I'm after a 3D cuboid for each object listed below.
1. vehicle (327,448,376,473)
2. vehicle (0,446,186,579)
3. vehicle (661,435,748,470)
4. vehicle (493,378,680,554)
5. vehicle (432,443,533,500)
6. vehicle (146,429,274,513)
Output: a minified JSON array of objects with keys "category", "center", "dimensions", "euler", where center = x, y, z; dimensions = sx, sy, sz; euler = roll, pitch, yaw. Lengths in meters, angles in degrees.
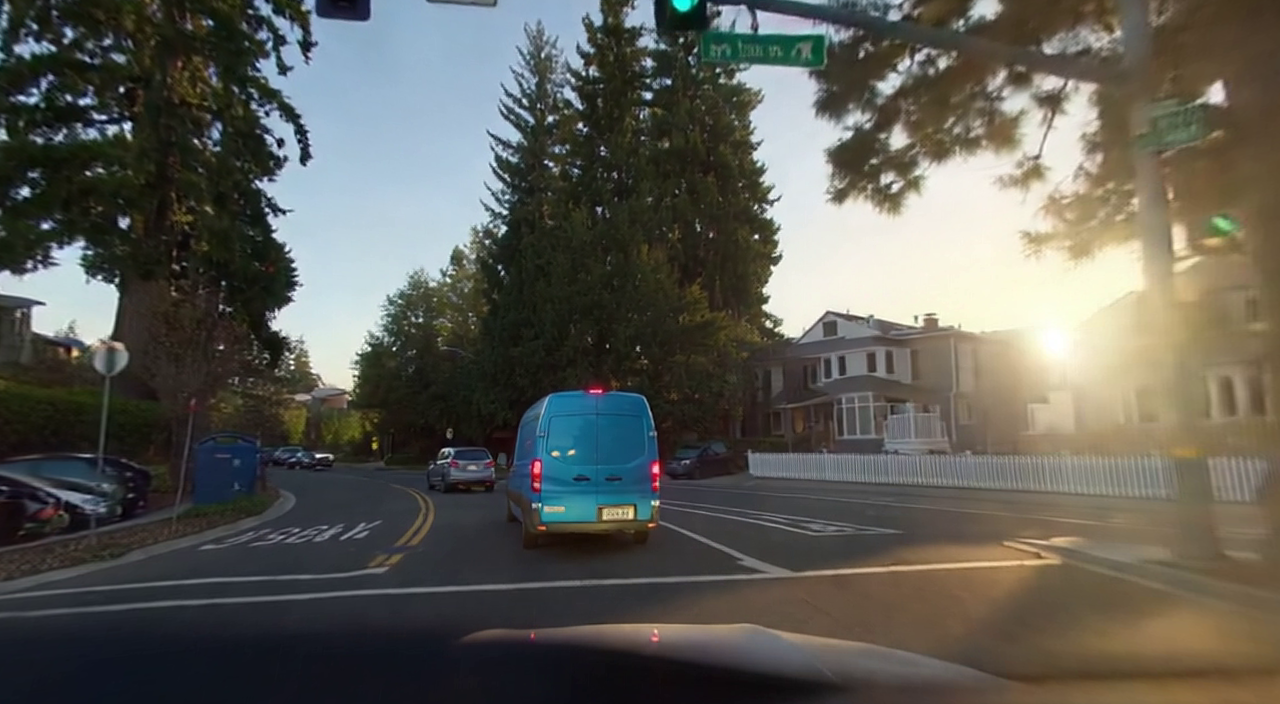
[{"category":"vehicle","center":[-18.461,6.890,40.351],"dimensions":[1.911,1.493,4.291],"euler":[6,-11,-36]},{"category":"vehicle","center":[-8.550,2.066,8.853],"dimensions":[1.952,1.461,4.377],"euler":[2,-9,-14]},{"category":"vehicle","center":[3.554,5.458,34.392],"dimensions":[4.559,1.754,1.985],"euler":[6,-11,-37]},{"category":"vehicle","center":[-1.163,1.764,10.333],"dimensions":[2.213,2.124,4.809],"euler":[2,-9,-15]},{"category":"vehicle","center":[-4.761,3.429,18.608],"dimensions":[2.008,1.445,4.386],"euler":[4,-9,-25]},{"category":"vehicle","center":[-11.516,3.154,17.366],"dimensions":[2.228,1.871,5.492],"euler":[4,-10,-28]}]
